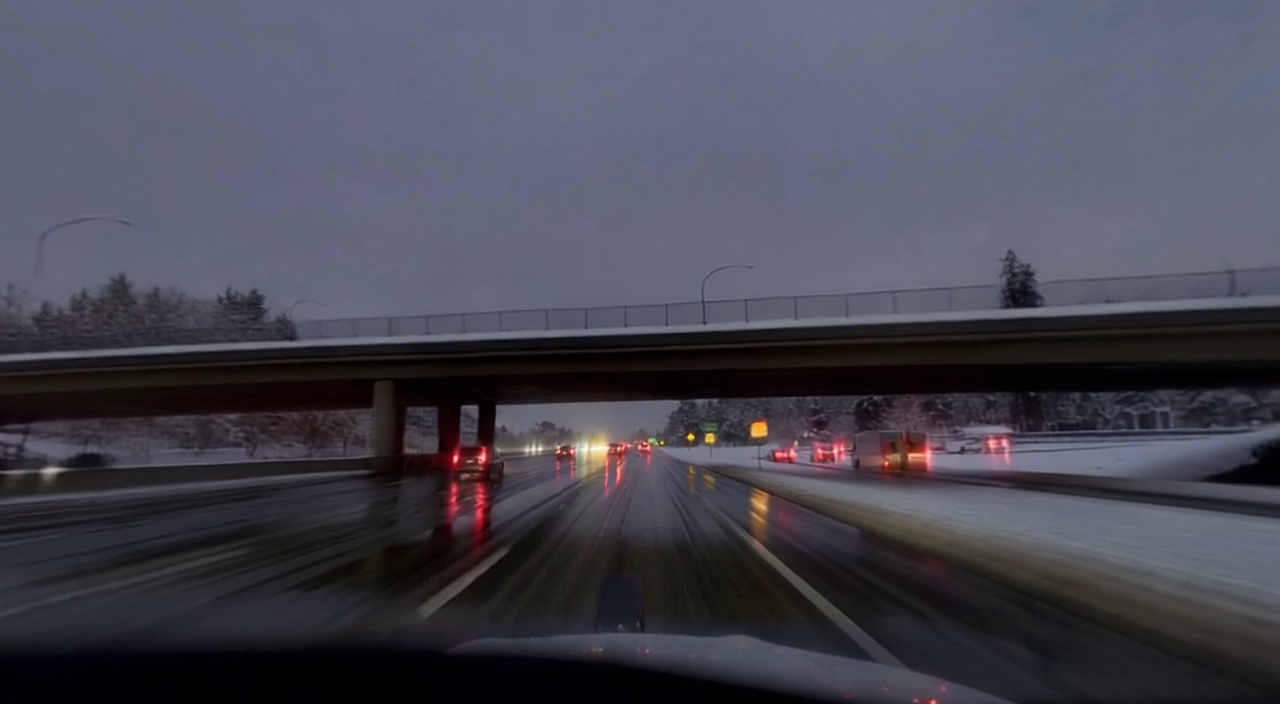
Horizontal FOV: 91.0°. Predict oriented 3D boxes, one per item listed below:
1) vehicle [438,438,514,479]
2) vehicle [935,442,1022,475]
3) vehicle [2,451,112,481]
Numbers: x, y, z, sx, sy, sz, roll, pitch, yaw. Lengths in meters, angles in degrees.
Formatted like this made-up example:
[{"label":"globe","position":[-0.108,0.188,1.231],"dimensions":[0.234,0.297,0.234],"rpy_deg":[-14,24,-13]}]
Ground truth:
[{"label":"vehicle","position":[-6.705,4.400,26.258],"dimensions":[1.985,1.513,4.172],"rpy_deg":[0,-9,0]},{"label":"vehicle","position":[17.508,5.491,32.849],"dimensions":[1.884,1.567,4.692],"rpy_deg":[0,-8,-1]},{"label":"vehicle","position":[-32.117,6.272,34.867],"dimensions":[1.805,1.490,4.440],"rpy_deg":[0,-9,0]}]
